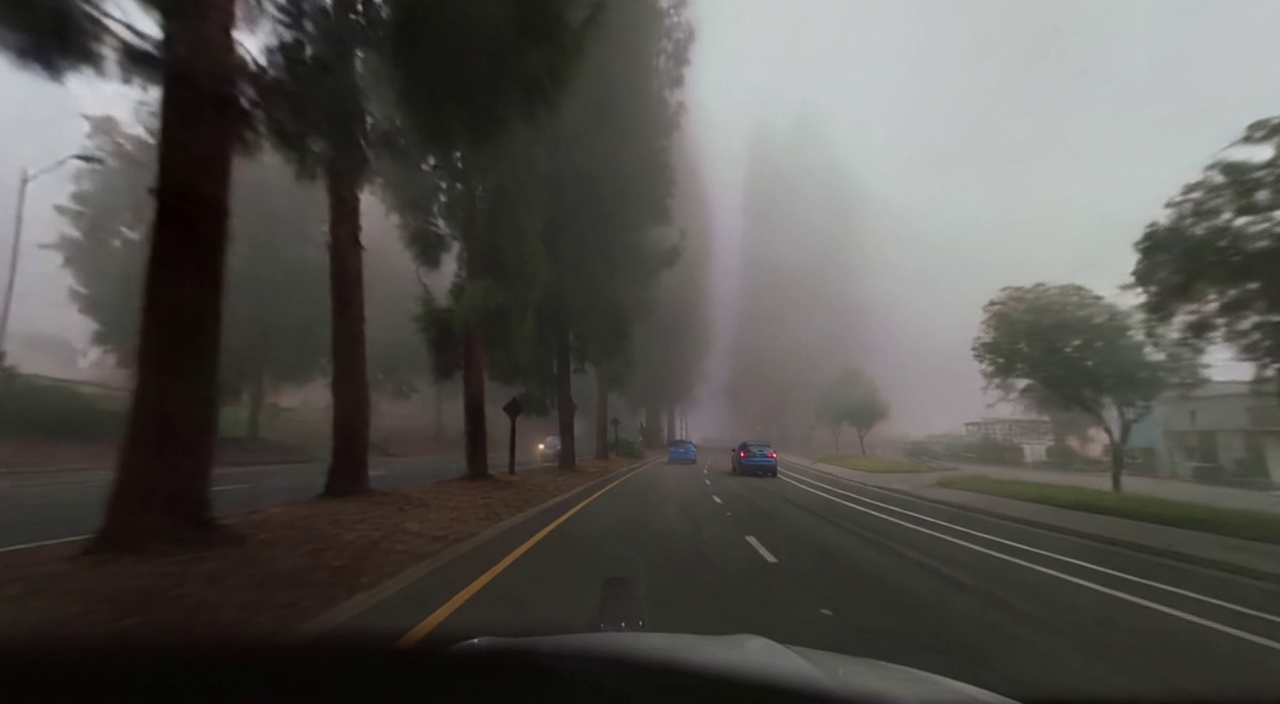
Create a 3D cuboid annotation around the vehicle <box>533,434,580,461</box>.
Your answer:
[{"bbox_3d":[-5.540,6.423,42.217,1.981,1.652,4.609,-1,-9,7],"label":"vehicle"}]

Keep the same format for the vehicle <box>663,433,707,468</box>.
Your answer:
[{"bbox_3d":[2.602,5.530,35.390,2.251,1.822,4.391,-1,-9,7],"label":"vehicle"}]

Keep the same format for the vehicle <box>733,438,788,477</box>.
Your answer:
[{"bbox_3d":[5.481,4.839,29.059,1.971,1.663,4.287,-1,-9,5],"label":"vehicle"}]
